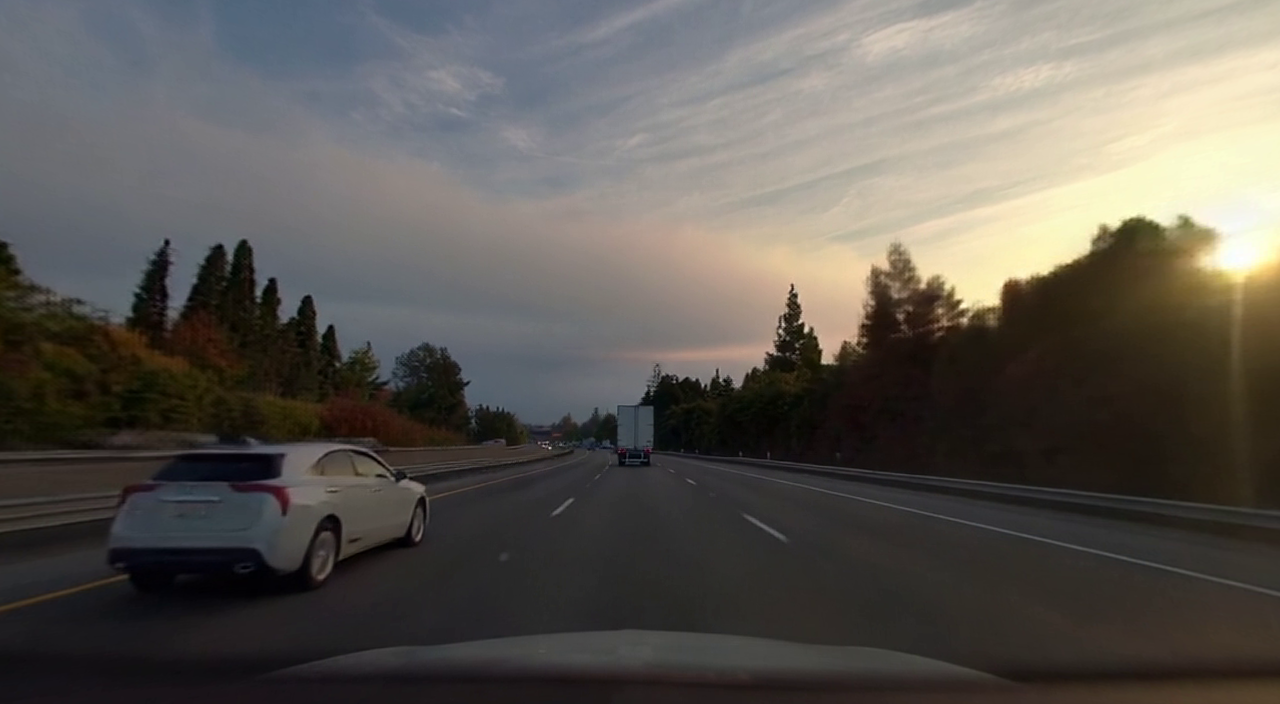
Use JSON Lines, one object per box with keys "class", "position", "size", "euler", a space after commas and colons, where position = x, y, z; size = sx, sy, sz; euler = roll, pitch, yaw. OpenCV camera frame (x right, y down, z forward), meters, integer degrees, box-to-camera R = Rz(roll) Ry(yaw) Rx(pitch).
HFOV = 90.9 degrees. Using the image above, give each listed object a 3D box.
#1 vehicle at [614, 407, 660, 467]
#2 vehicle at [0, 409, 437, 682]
{"class": "vehicle", "position": [-0.431, 6.468, 47.126], "size": [2.962, 3.953, 10.696], "euler": [0, -9, -3]}
{"class": "vehicle", "position": [-3.754, 1.437, 5.918], "size": [2.080, 1.488, 4.781], "euler": [0, -9, 0]}
